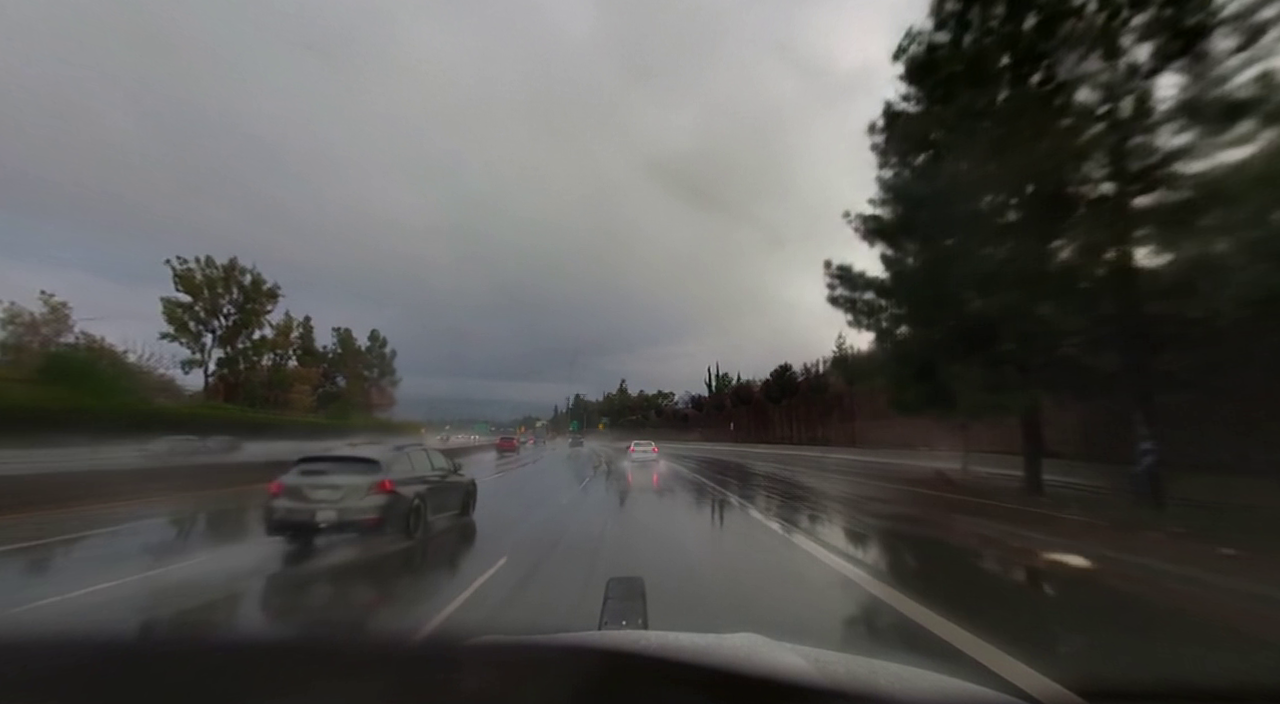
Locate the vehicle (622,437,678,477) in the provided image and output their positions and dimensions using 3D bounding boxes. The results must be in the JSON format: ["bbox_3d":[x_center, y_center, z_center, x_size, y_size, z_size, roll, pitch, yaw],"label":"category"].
[{"bbox_3d":[0.311,4.139,25.052,2.051,1.444,3.927,0,-9,-2],"label":"vehicle"}]

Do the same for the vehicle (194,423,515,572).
[{"bbox_3d":[-3.463,1.888,9.087,2.246,1.519,4.980,0,-9,1],"label":"vehicle"}]
